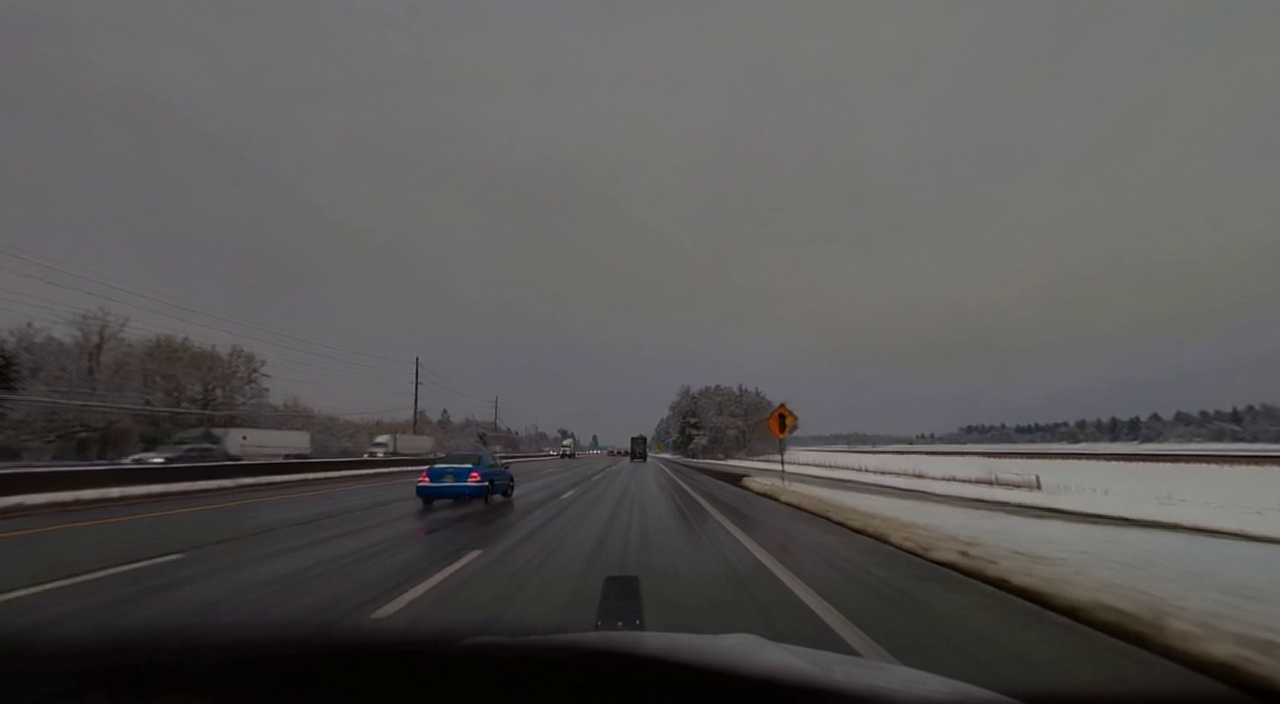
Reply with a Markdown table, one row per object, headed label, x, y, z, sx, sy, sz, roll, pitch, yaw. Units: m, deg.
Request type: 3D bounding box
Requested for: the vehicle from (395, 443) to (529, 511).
| label | x | y | z | sx | sy | sz | roll | pitch | yaw |
| --- | --- | --- | --- | --- | --- | --- | --- | --- | --- |
| vehicle | -4.411 | 3.161 | 16.442 | 2.104 | 1.501 | 4.459 | 0 | -9 | 1 |
